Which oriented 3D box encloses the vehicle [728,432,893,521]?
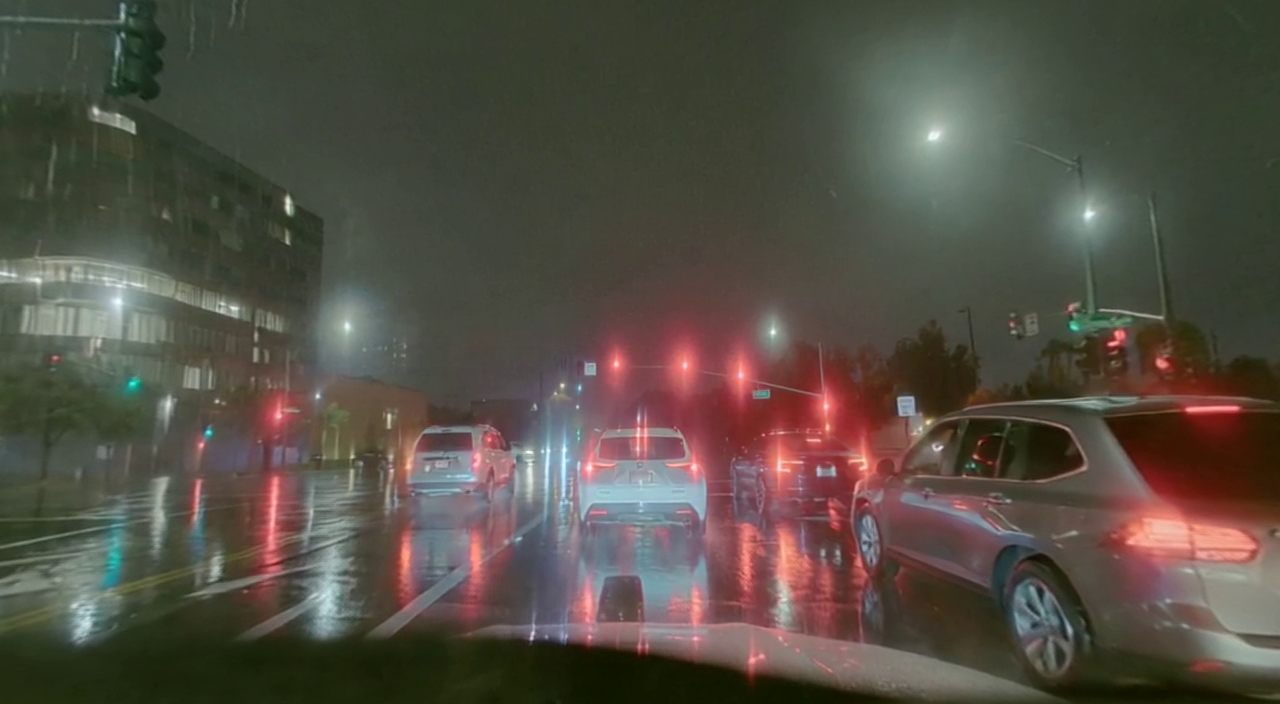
[{"bbox_3d":[3.157,2.411,12.804,2.001,1.463,4.398,0,-8,-2],"label":"vehicle"}]

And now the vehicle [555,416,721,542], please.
[{"bbox_3d":[-0.074,1.981,10.433,2.188,1.637,4.027,0,-8,-1],"label":"vehicle"}]

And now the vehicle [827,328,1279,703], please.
[{"bbox_3d":[3.021,1.073,4.287,2.103,1.701,4.294,0,-8,-1],"label":"vehicle"}]

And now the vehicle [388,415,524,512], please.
[{"bbox_3d":[-3.957,2.475,14.459,2.021,1.837,4.448,1,-8,-4],"label":"vehicle"}]
